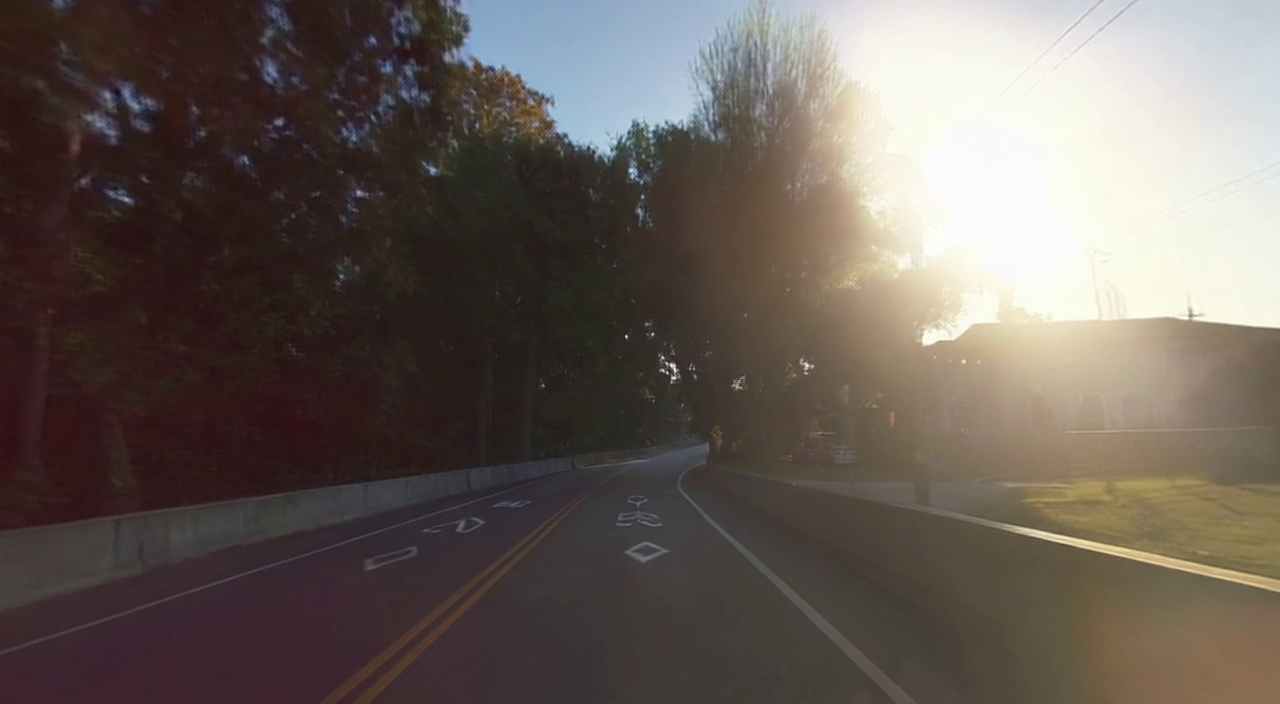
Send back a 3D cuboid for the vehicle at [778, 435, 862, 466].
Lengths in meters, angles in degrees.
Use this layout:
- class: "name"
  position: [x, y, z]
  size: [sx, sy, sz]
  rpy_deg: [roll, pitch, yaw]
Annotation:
- class: "vehicle"
  position: [10.982, 6.059, 38.789]
  size: [4.614, 1.764, 1.860]
  rpy_deg: [-2, -8, 6]
